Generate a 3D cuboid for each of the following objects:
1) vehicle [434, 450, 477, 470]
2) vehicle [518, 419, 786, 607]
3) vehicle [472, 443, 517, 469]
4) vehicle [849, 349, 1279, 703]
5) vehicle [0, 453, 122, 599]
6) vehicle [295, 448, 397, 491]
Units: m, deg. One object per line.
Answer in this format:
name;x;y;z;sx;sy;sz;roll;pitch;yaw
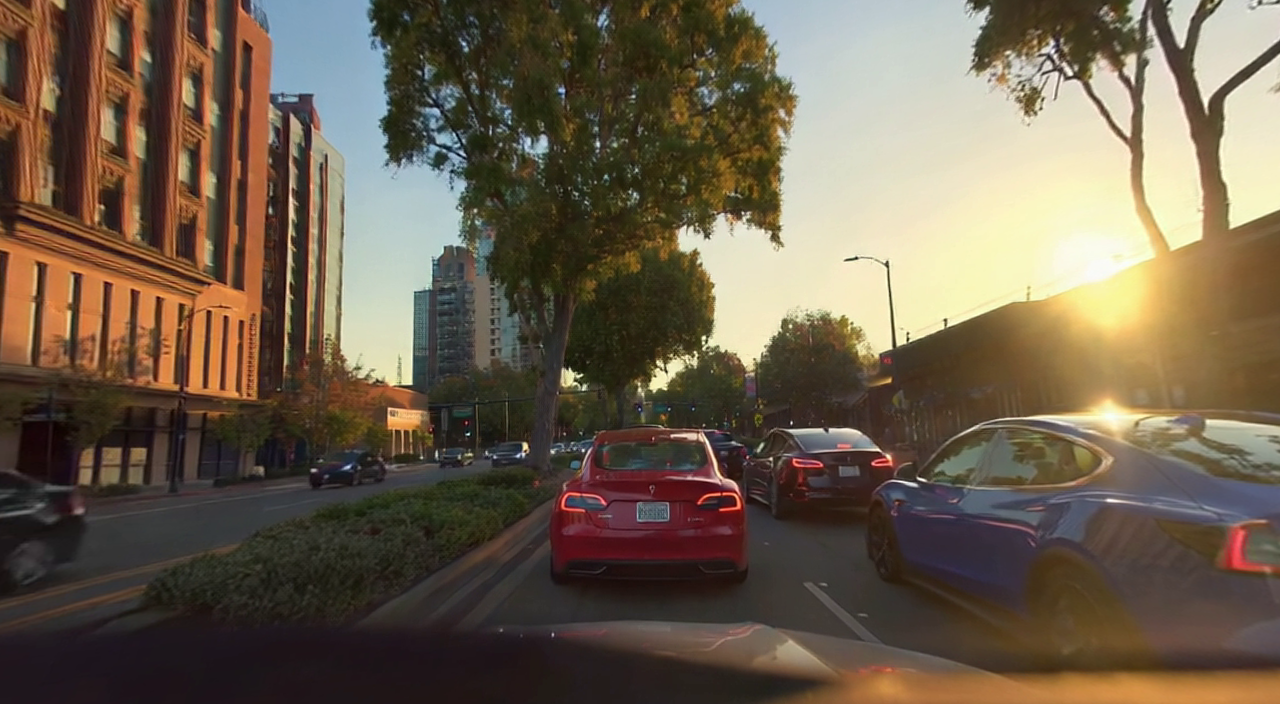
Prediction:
vehicle;-14.570;8.506;49.933;1.999;1.462;4.200;0;-8;2
vehicle;0.102;1.581;7.085;2.137;1.488;3.938;0;-8;0
vehicle;-10.899;7.798;47.566;2.122;1.786;4.757;0;-8;2
vehicle;3.198;1.127;4.230;2.038;1.651;4.455;0;-8;0
vehicle;-7.741;1.750;5.982;1.979;1.490;4.225;0;-8;1
vehicle;-11.509;4.609;25.061;1.917;1.506;4.280;0;-8;1
